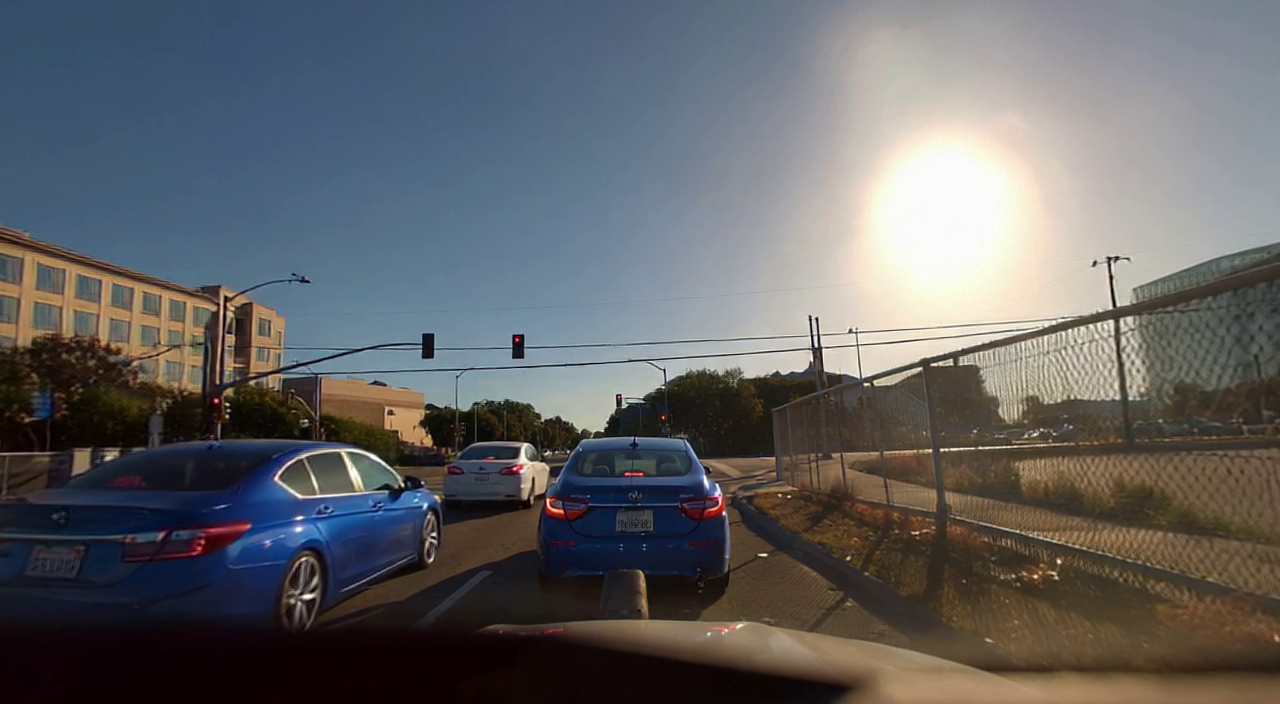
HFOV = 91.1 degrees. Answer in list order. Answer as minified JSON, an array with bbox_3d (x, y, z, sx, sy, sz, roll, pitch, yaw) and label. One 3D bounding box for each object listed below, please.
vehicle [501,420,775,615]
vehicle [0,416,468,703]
[{"bbox_3d":[-0.014,1.605,7.025,2.144,1.514,4.063,0,-9,0],"label":"vehicle"},{"bbox_3d":[-3.197,1.422,5.522,1.971,1.488,4.581,0,-9,1],"label":"vehicle"}]
